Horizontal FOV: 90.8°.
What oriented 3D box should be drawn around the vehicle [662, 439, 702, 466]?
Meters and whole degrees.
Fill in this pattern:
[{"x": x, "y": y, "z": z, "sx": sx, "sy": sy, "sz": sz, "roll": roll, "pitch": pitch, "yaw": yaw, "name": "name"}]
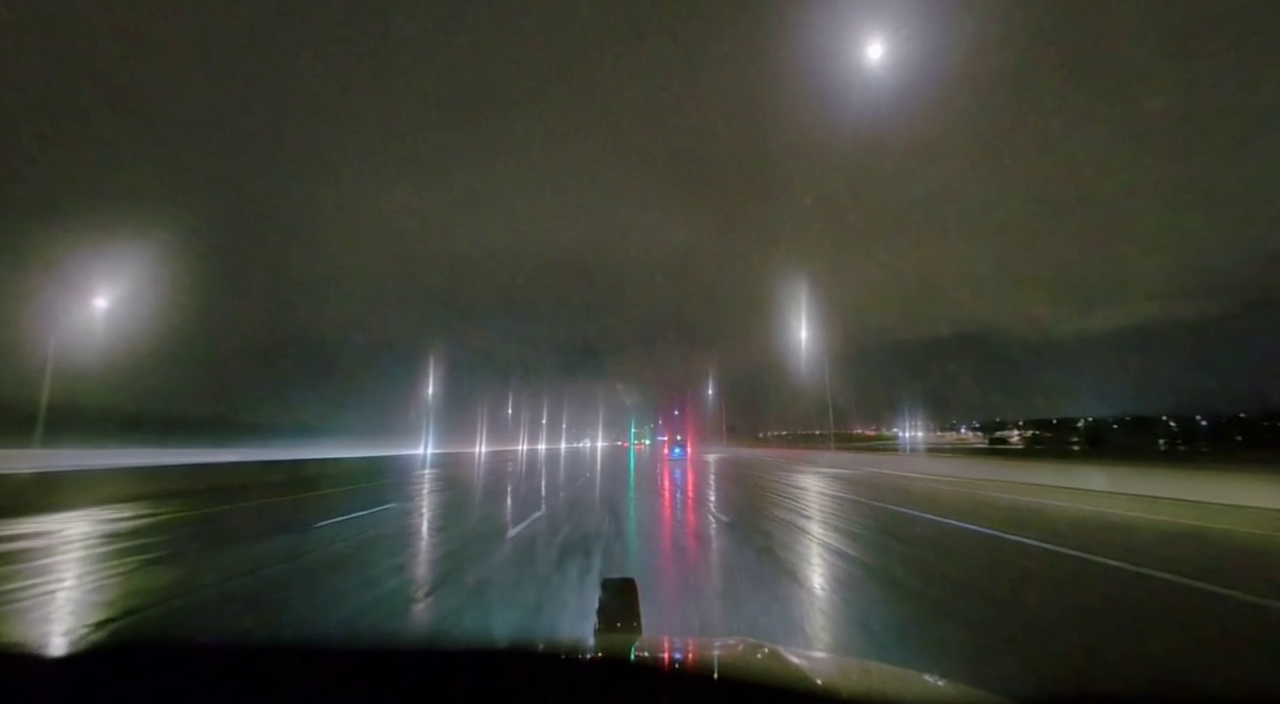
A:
[{"x": 2.689, "y": 6.535, "z": 41.177, "sx": 2.270, "sy": 1.615, "sz": 3.770, "roll": 0, "pitch": -8, "yaw": -1, "name": "vehicle"}]
